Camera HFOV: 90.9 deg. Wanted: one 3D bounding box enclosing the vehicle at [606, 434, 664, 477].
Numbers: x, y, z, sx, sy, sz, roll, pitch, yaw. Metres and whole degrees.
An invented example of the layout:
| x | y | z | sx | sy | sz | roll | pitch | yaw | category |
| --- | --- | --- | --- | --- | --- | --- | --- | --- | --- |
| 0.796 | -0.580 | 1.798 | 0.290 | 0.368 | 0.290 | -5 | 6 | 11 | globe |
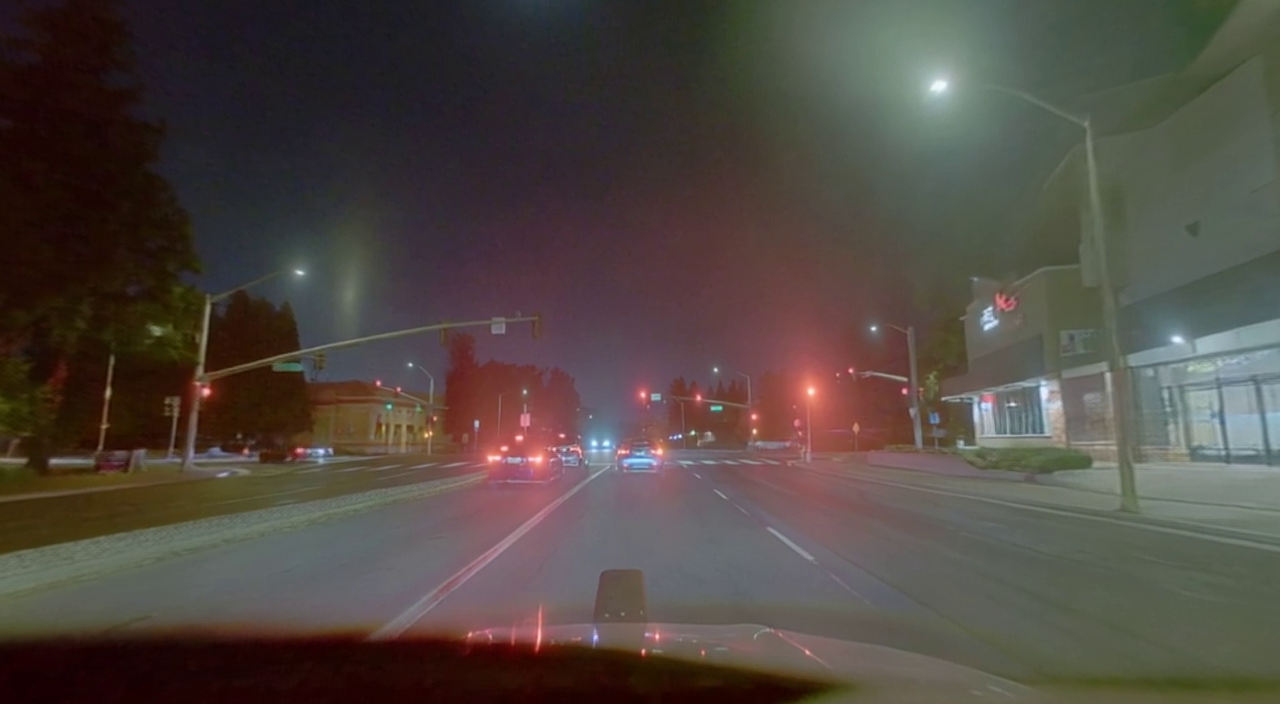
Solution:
| x | y | z | sx | sy | sz | roll | pitch | yaw | category |
| --- | --- | --- | --- | --- | --- | --- | --- | --- | --- |
| -0.185 | 3.973 | 24.419 | 2.066 | 1.482 | 3.923 | 0 | -8 | 0 | vehicle |

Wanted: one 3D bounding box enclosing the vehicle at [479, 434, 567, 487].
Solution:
| x | y | z | sx | sy | sz | roll | pitch | yaw | category |
| --- | --- | --- | --- | --- | --- | --- | --- | --- | --- |
| -3.639 | 3.471 | 20.513 | 1.942 | 1.497 | 4.561 | 0 | -8 | 1 | vehicle |
